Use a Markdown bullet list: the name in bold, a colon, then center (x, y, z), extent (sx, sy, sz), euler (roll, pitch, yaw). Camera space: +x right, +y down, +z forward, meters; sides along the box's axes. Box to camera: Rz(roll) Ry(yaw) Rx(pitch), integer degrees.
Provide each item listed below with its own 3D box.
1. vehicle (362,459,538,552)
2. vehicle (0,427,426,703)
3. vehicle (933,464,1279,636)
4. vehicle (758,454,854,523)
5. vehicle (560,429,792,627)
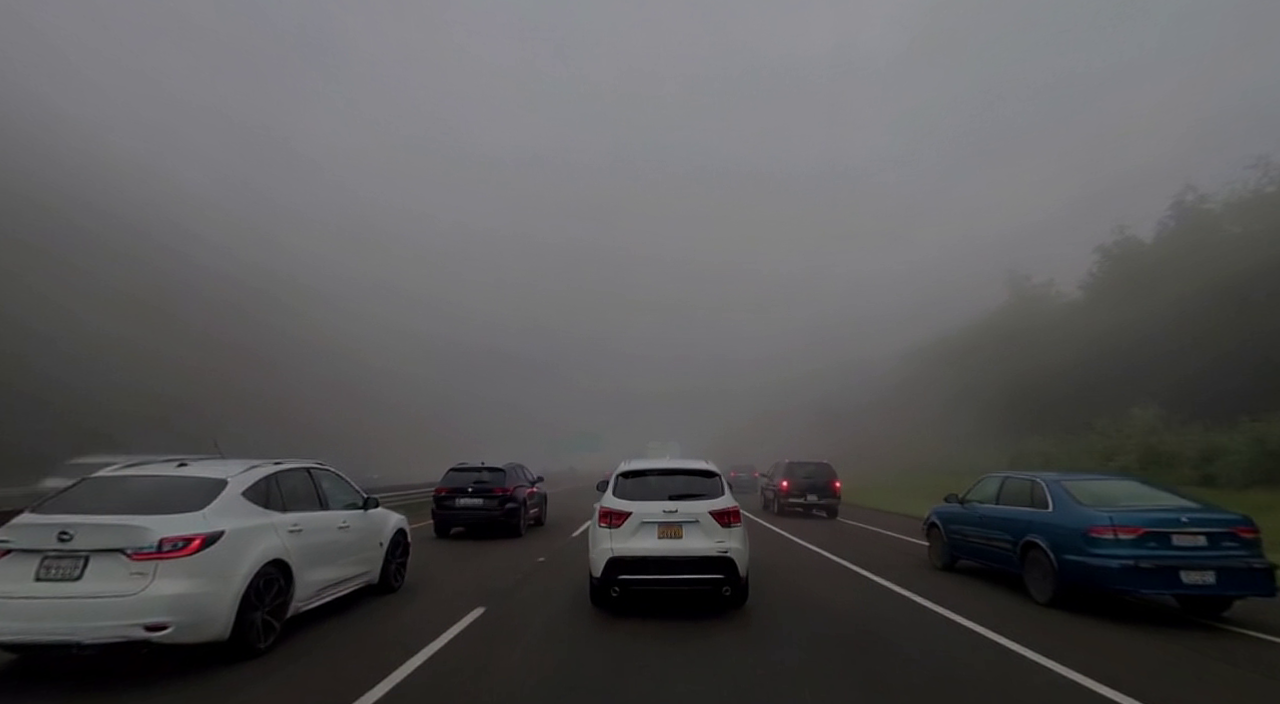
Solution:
- **vehicle**: center (-3.559, 2.997, 12.878), extent (1.960, 1.502, 4.593), euler (0, -11, 3)
- **vehicle**: center (-3.785, 1.624, 5.833), extent (1.994, 1.556, 4.263), euler (0, -11, 1)
- **vehicle**: center (5.578, 2.126, 7.685), extent (1.919, 1.437, 4.436), euler (1, -11, 1)
- **vehicle**: center (5.054, 4.217, 19.840), extent (1.984, 1.876, 4.287), euler (0, -11, 2)
- **vehicle**: center (0.341, 1.958, 7.770), extent (2.057, 1.725, 4.126), euler (1, -11, 0)
